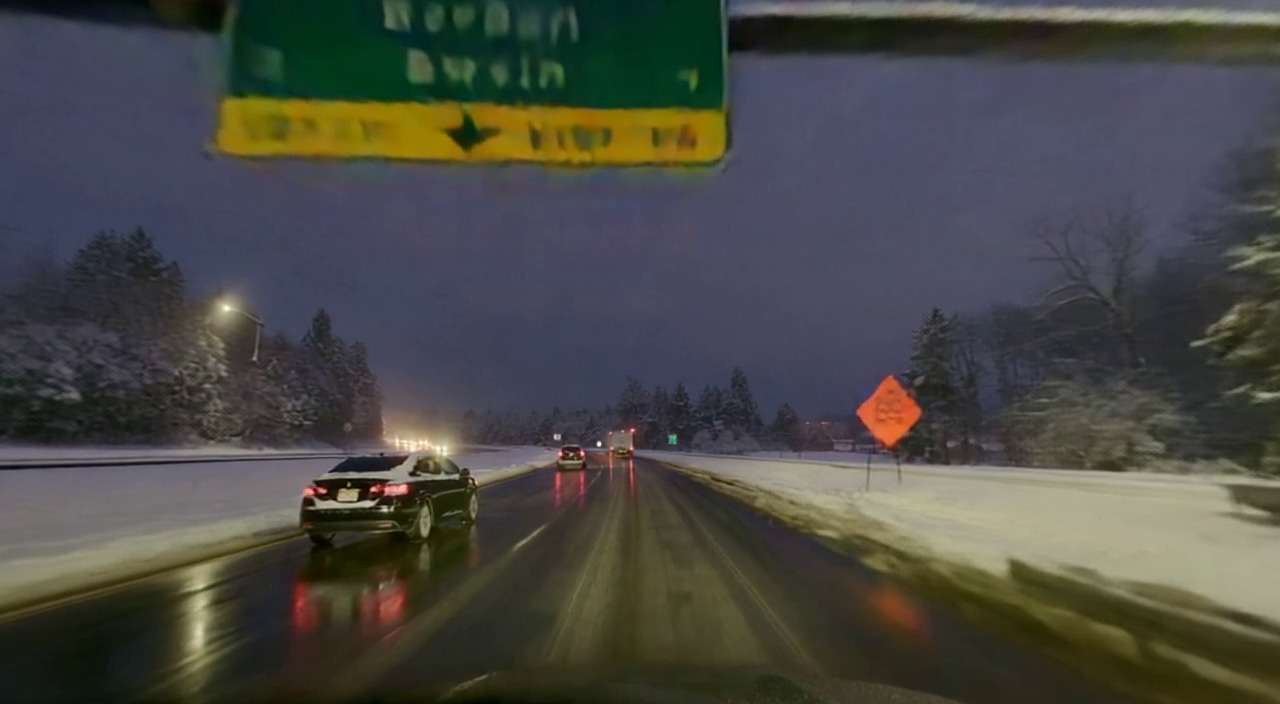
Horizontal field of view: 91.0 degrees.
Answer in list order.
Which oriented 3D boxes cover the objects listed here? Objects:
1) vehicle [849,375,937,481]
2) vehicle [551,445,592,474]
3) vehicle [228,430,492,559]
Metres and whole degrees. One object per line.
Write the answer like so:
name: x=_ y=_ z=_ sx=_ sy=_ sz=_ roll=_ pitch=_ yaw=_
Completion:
vehicle: x=10.457 y=3.190 z=26.302 sx=2.203 sy=4.166 sz=2.914 roll=0 pitch=-9 yaw=-1
vehicle: x=-3.749 y=5.937 z=34.907 sx=1.965 sy=1.459 sz=4.145 roll=1 pitch=-9 yaw=-2
vehicle: x=-3.905 y=2.070 z=9.924 sx=2.012 sy=1.510 sz=4.672 roll=0 pitch=-9 yaw=0
